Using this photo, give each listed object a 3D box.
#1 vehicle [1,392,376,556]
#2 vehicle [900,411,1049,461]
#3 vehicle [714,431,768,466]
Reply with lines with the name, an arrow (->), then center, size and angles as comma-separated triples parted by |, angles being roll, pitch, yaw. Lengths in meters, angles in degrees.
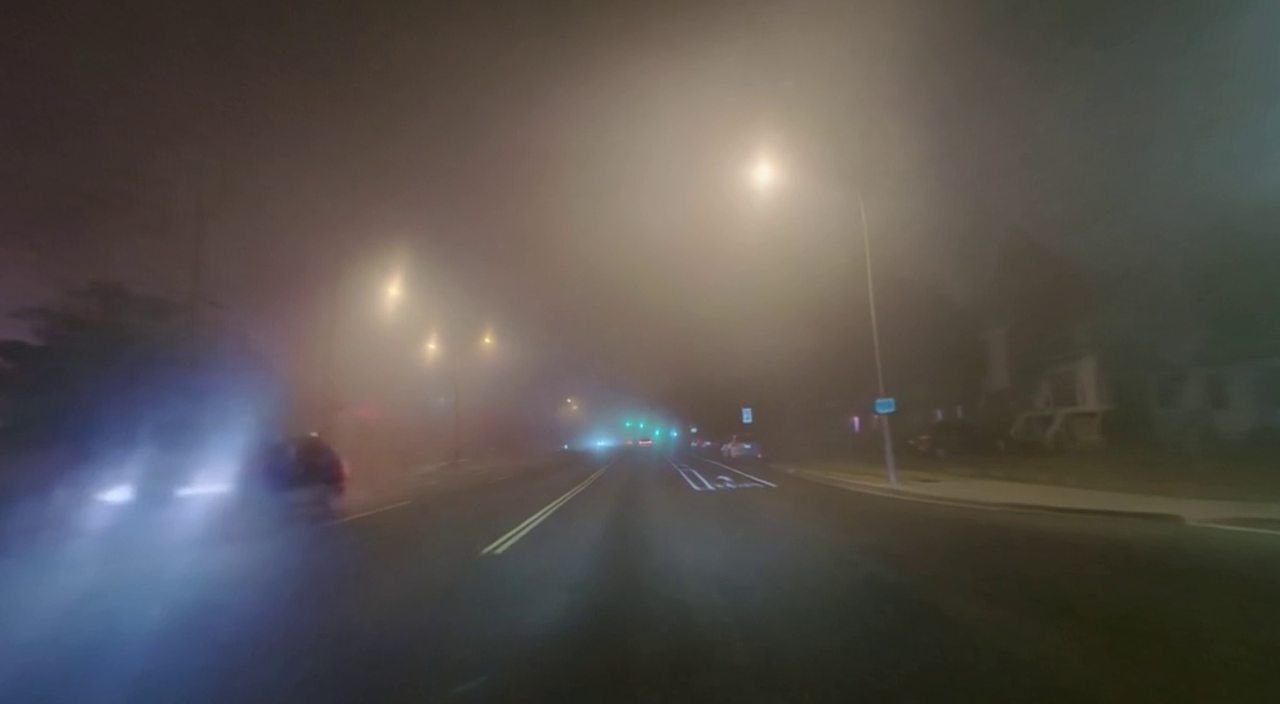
vehicle -> -7.652, 2.160, 11.977 | 2.413, 2.267, 6.252 | 0, -8, 1
vehicle -> 13.400, 3.398, 25.347 | 4.674, 1.557, 2.288 | -4, -8, -6
vehicle -> 5.395, 5.217, 34.125 | 2.140, 1.739, 4.721 | 0, -8, 0
